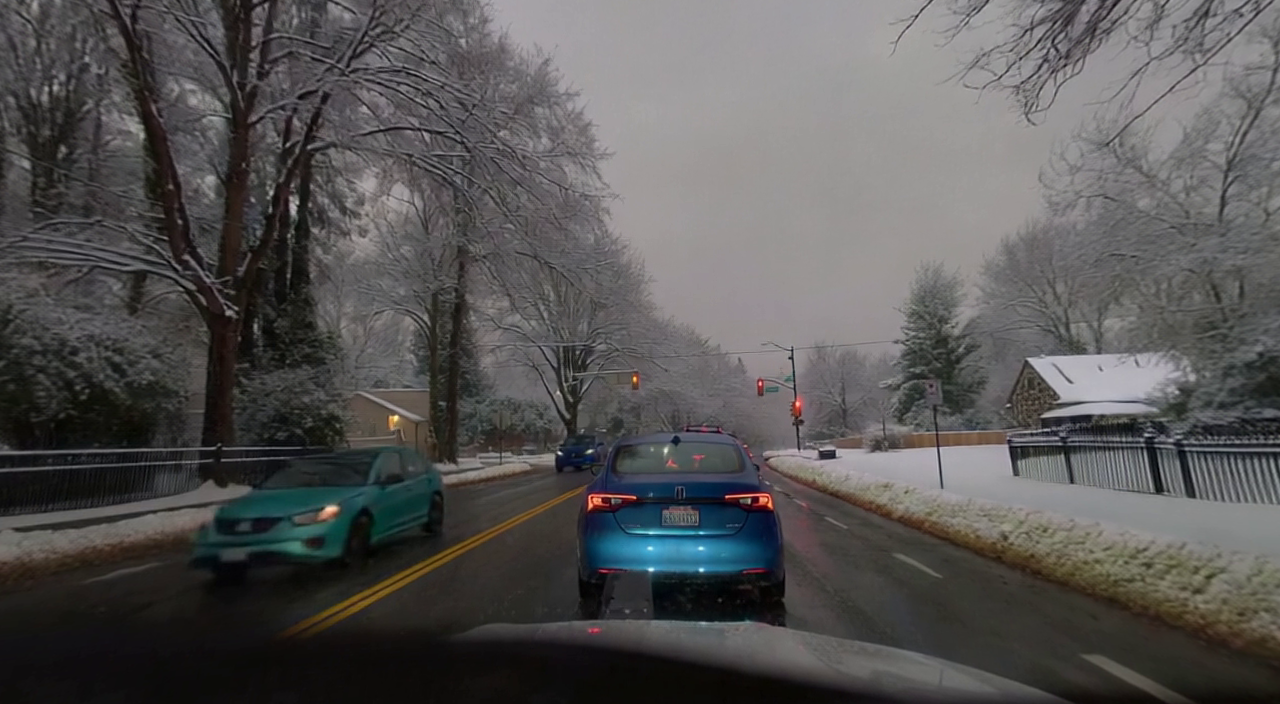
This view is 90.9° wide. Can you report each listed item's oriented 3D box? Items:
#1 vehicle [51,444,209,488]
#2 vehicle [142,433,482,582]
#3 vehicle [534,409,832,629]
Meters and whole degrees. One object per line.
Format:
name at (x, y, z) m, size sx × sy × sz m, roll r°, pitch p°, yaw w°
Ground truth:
vehicle at (-18.105, 4.032, 22.484) m, size 4.069 × 1.445 × 2.063 m, roll -2°, pitch -9°, yaw 8°
vehicle at (-3.910, 1.898, 8.677) m, size 2.060 × 1.479 × 4.462 m, roll 0°, pitch -8°, yaw 4°
vehicle at (0.340, 1.455, 6.442) m, size 2.070 × 1.516 × 3.936 m, roll 0°, pitch -8°, yaw 1°
